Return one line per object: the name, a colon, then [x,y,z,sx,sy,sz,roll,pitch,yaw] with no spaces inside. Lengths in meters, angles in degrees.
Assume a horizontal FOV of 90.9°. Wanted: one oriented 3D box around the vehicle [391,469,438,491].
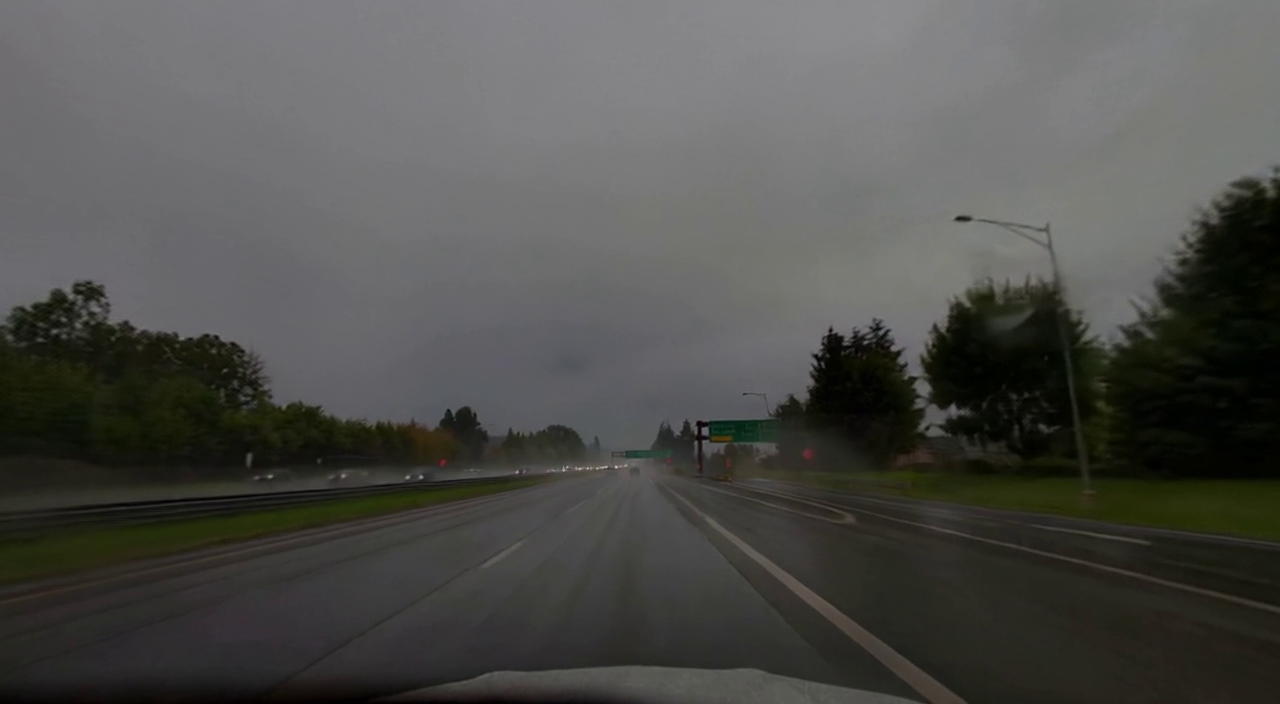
vehicle: [-16.548,9.403,46.436,1.791,1.452,4.326,1,-11,0]
